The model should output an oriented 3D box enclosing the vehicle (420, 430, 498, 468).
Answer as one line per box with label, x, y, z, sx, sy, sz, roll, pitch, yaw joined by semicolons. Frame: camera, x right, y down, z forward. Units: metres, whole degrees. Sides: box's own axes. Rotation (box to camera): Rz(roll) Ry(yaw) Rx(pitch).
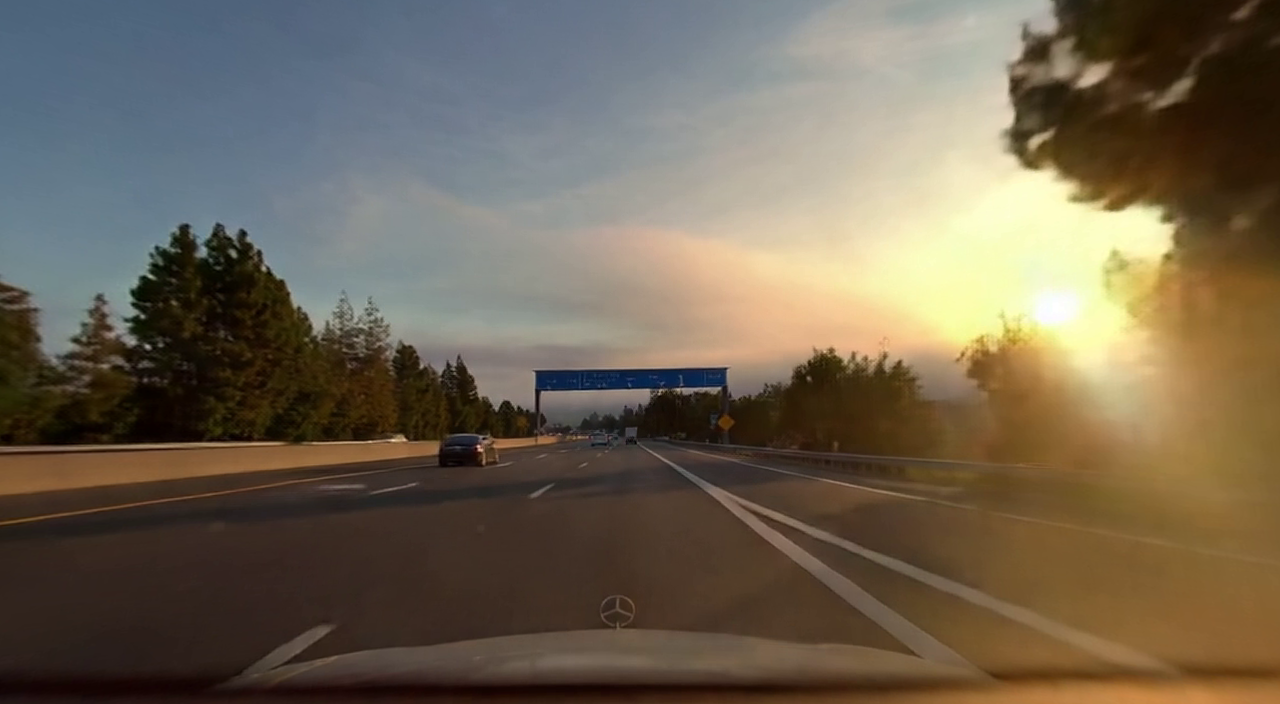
vehicle;-8.260;4.436;29.286;2.092;1.574;5.251;0;-7;0
